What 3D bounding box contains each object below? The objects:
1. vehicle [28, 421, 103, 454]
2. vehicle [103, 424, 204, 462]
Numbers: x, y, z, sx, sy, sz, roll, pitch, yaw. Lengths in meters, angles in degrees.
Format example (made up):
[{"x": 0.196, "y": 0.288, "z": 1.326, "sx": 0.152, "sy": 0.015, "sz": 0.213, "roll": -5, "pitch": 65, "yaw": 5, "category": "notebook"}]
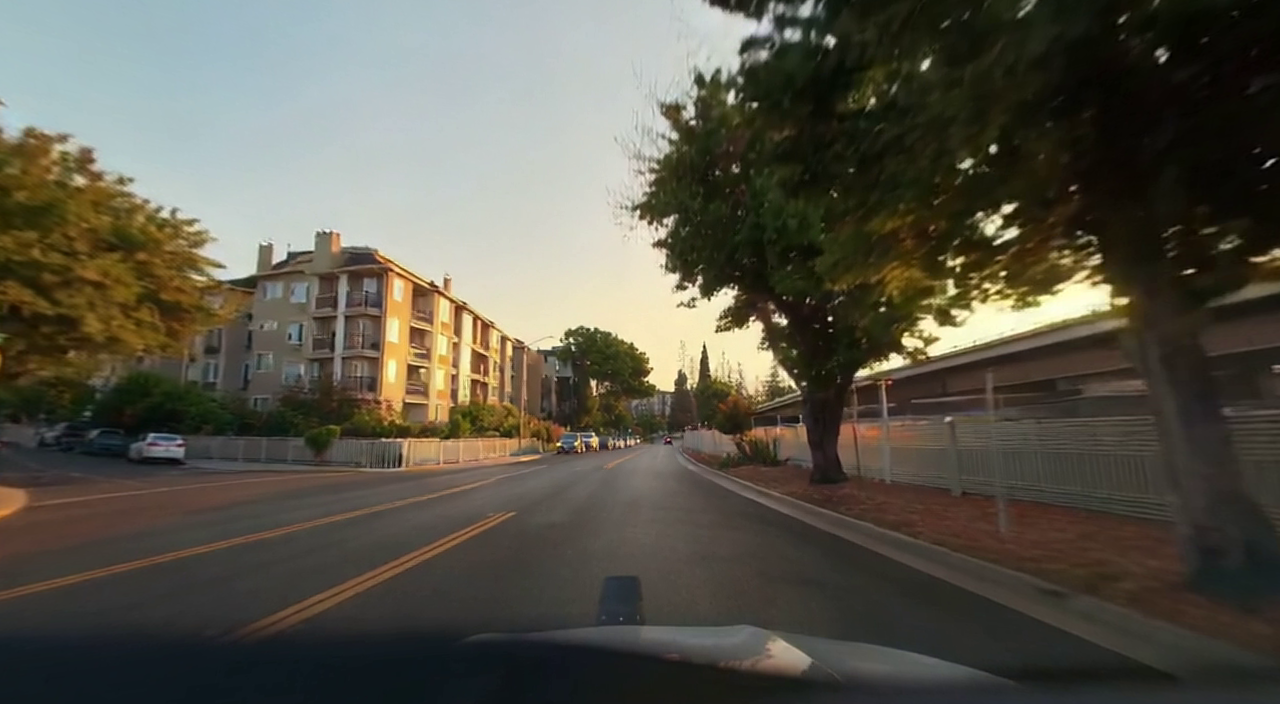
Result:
[{"x": -34.778, "y": 5.211, "z": 38.221, "sx": 4.503, "sy": 1.838, "sz": 2.069, "roll": -5, "pitch": -10, "yaw": 32, "category": "vehicle"}, {"x": -24.798, "y": 4.650, "z": 32.178, "sx": 5.078, "sy": 1.794, "sz": 2.210, "roll": -5, "pitch": -10, "yaw": 30, "category": "vehicle"}]
